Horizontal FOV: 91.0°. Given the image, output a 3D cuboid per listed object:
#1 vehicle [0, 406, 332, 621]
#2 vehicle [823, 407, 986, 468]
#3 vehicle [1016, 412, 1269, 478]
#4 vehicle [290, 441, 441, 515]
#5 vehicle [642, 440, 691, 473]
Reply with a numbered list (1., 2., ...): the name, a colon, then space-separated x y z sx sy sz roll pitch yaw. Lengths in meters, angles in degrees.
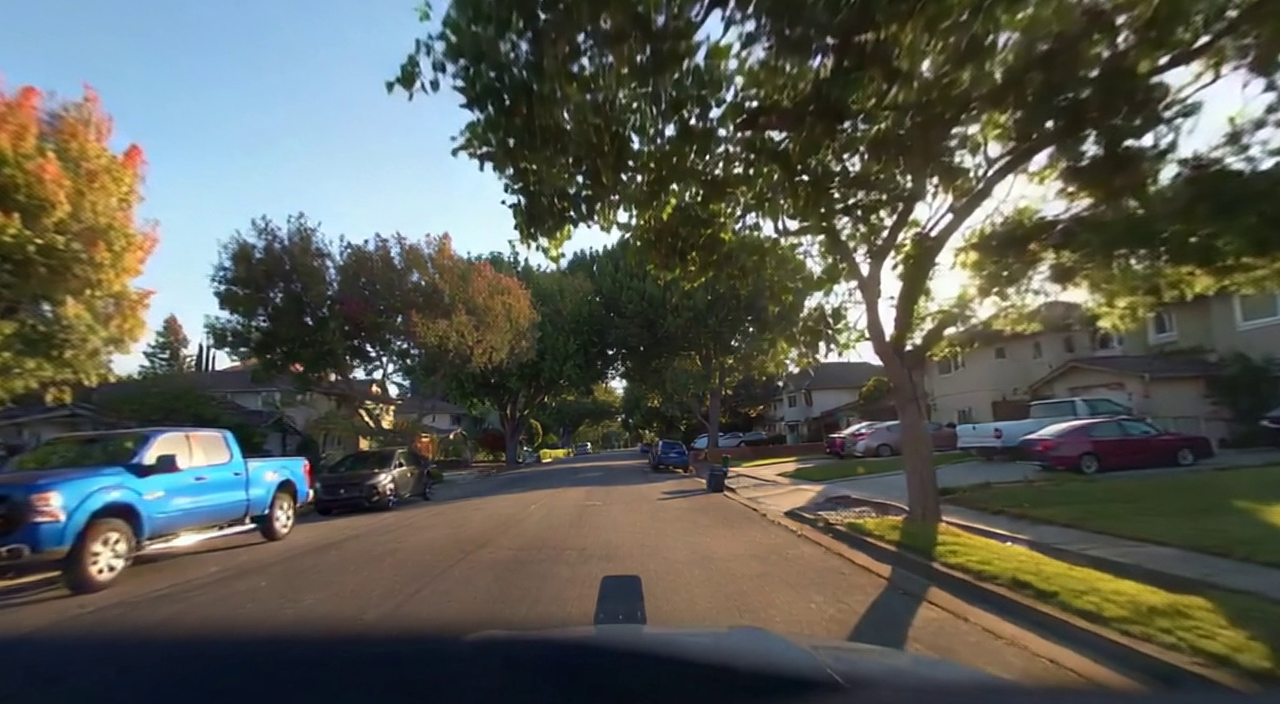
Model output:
1. vehicle: -6.788 1.886 8.567 2.329 1.947 5.455 0 -9 1
2. vehicle: 9.936 3.278 23.973 5.097 1.824 2.113 -4 -8 -2
3. vehicle: 11.826 2.220 15.067 4.390 1.457 1.861 0 -9 1
4. vehicle: -6.852 3.155 16.364 1.995 1.608 4.596 0 -9 -2
5. vehicle: 1.219 5.110 31.098 2.006 1.494 4.211 1 -9 -3
